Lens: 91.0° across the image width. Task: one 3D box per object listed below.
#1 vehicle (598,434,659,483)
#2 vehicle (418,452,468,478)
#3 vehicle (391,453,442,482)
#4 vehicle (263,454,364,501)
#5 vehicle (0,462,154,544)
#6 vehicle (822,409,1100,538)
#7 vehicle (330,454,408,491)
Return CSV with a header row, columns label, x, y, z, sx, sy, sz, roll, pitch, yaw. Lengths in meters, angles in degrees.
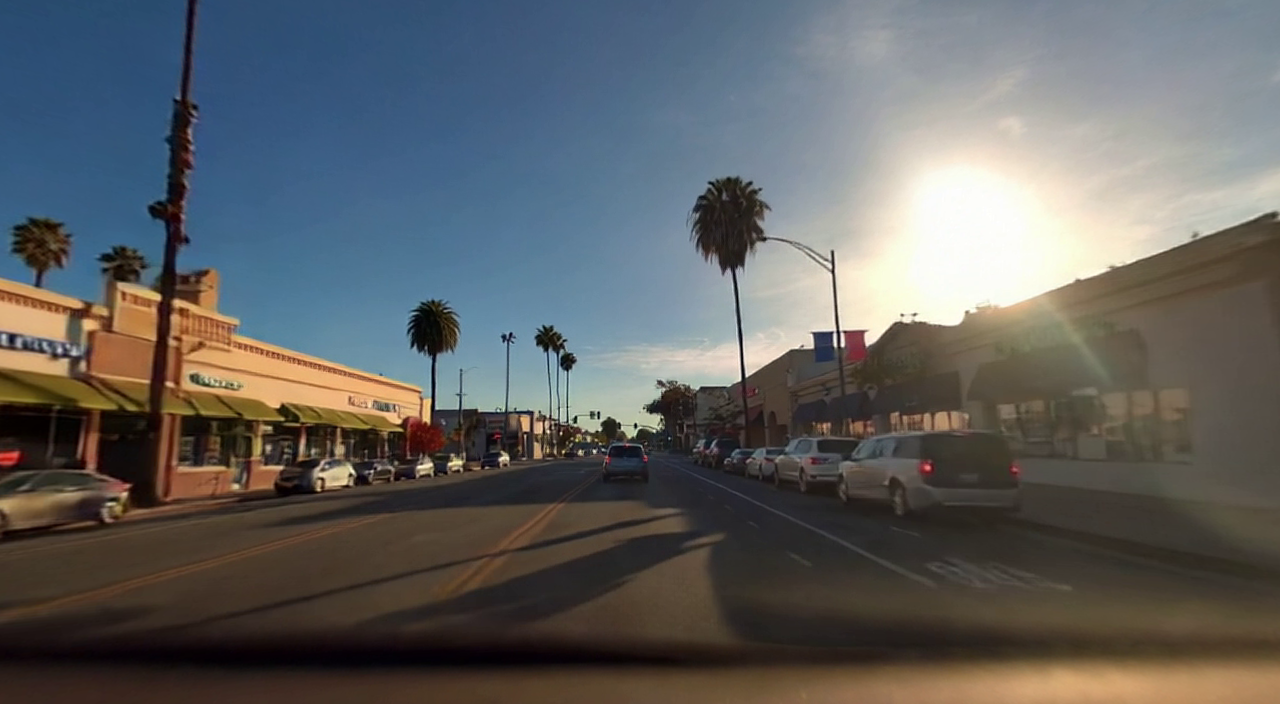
label,x,y,z,sx,sy,sz,roll,pitch,yaw
vehicle,-0.413,4.212,25.134,2.239,1.763,4.096,0,-8,0
vehicle,-13.324,7.661,42.822,1.914,1.489,4.523,-4,-8,0
vehicle,-13.255,6.828,37.487,1.774,1.522,3.699,-2,-8,-1
vehicle,-13.282,5.086,25.921,1.840,1.521,4.450,-5,-8,-1
vehicle,-13.268,3.260,13.681,1.968,1.472,4.345,-5,-8,0
vehicle,5.691,2.265,12.448,2.430,1.924,5.779,0,-8,0
vehicle,-13.065,5.829,30.683,1.804,1.441,4.534,-4,-8,0
